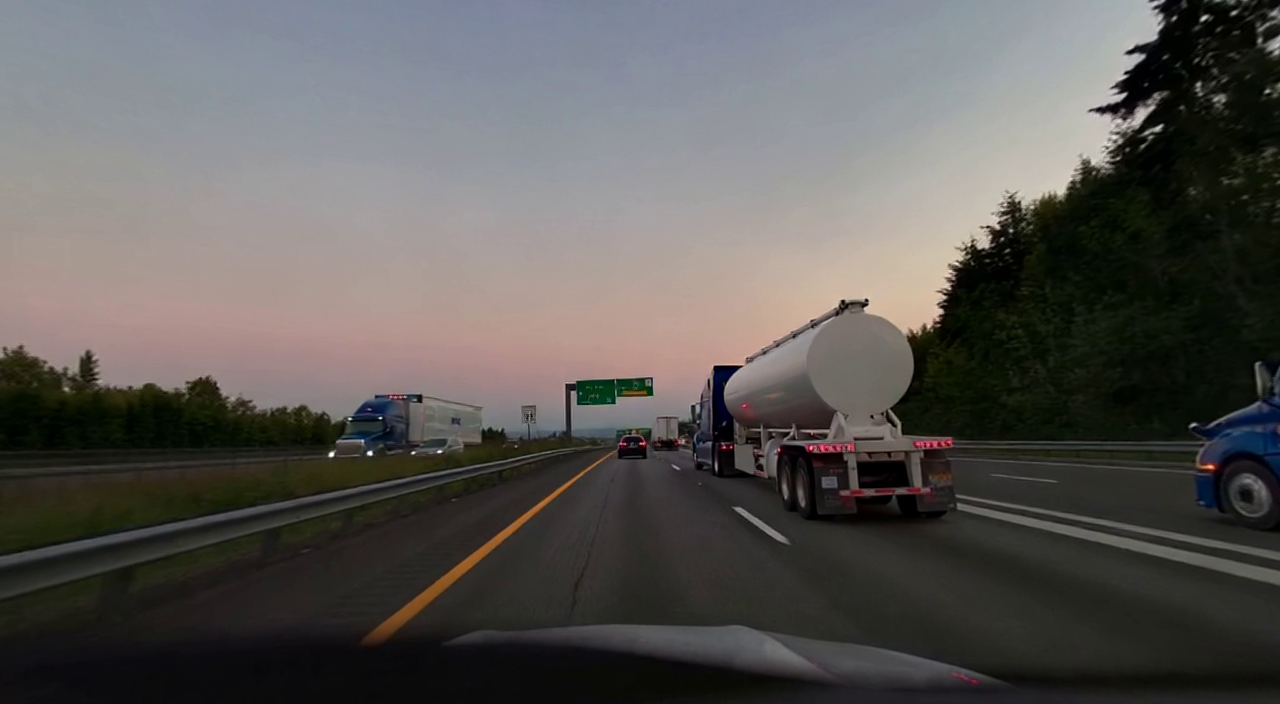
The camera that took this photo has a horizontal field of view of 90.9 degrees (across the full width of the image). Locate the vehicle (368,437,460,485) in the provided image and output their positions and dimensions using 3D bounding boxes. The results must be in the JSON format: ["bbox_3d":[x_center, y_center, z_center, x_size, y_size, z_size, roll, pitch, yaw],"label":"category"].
[{"bbox_3d":[-8.831,4.255,25.094,1.991,1.712,4.495,0,-8,-1],"label":"vehicle"}]

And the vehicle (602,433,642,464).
[{"bbox_3d":[-0.909,5.029,32.942,2.000,1.510,3.518,0,-8,-1],"label":"vehicle"}]

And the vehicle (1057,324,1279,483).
[{"bbox_3d":[17.223,1.602,18.263,2.722,4.038,8.781,2,-8,-14],"label":"vehicle"}]

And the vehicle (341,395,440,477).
[{"bbox_3d":[-13.273,4.550,34.185,3.003,4.019,5.876,0,-8,-1],"label":"vehicle"}]

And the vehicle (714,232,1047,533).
[{"bbox_3d":[3.601,0.965,12.771,2.826,3.905,9.262,0,-8,-2],"label":"vehicle"}]
